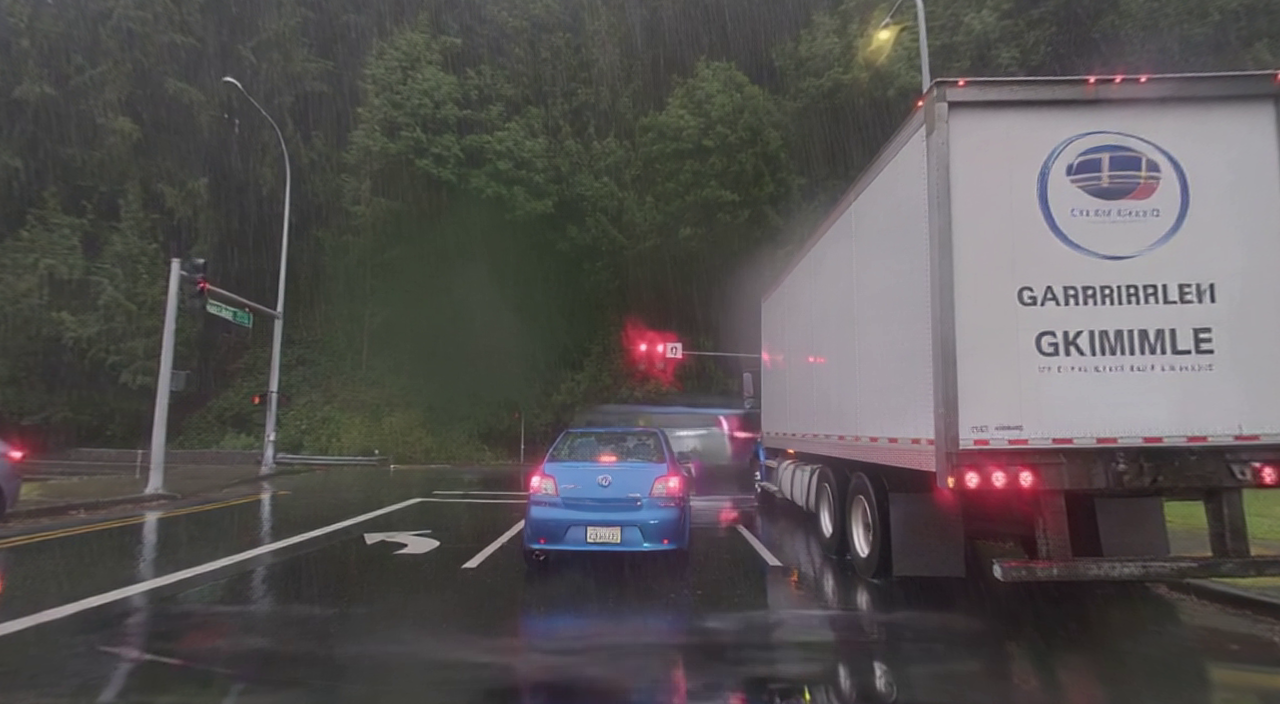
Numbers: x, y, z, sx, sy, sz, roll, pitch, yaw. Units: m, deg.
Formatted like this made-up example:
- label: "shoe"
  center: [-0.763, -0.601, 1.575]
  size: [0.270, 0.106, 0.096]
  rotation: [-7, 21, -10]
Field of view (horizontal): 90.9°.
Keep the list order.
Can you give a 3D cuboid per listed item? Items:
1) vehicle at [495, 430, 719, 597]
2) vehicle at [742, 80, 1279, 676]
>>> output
- label: "vehicle"
  center: [-0.327, 1.712, 7.427]
  size: [1.975, 1.457, 3.526]
  rotation: [0, -9, -1]
- label: "vehicle"
  center: [3.569, 0.781, 8.784]
  size: [2.884, 3.753, 9.763]
  rotation: [0, -9, 2]
